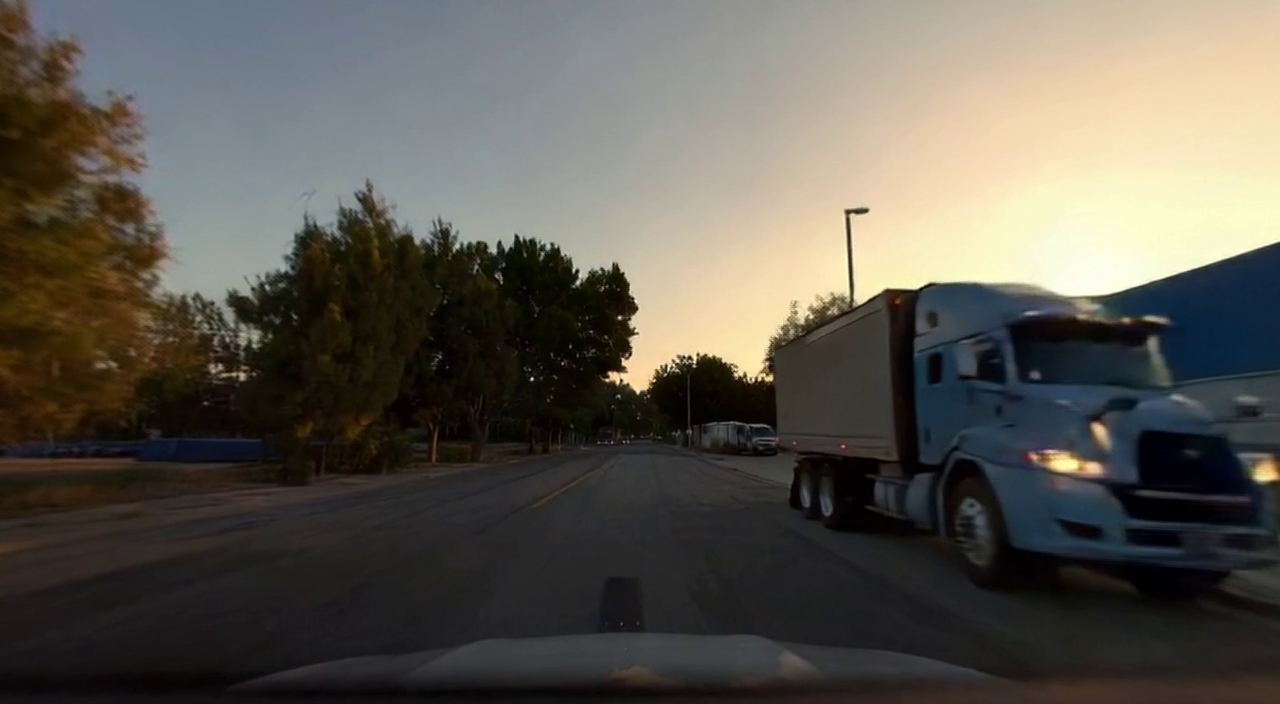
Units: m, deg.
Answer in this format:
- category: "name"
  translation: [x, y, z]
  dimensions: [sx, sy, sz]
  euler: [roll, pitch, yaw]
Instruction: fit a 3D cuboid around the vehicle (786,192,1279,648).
- category: "vehicle"
  translation: [4.099, 0.856, 7.718]
  dimensions: [3.019, 3.303, 6.252]
  euler: [0, -8, -1]
